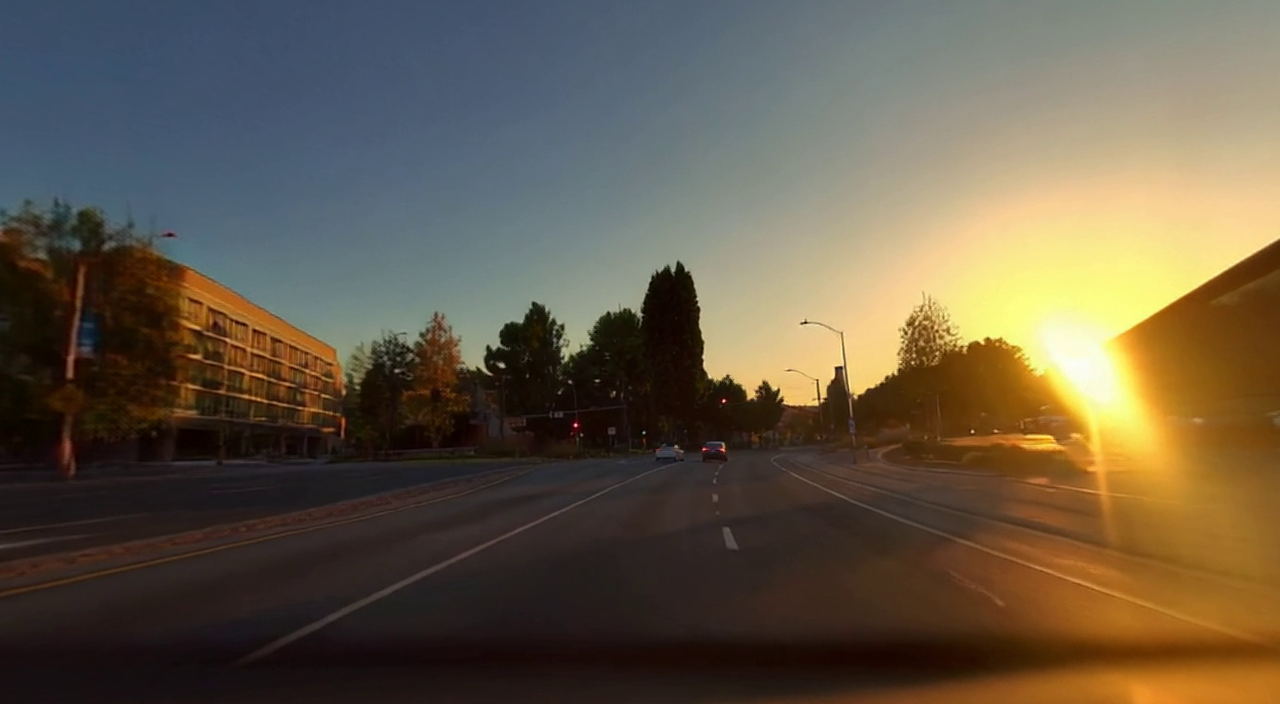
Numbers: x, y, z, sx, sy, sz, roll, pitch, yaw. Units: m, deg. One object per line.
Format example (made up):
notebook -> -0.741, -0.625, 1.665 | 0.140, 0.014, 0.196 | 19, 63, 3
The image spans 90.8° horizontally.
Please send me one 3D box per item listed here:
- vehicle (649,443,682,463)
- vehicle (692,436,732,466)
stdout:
vehicle -> 2.013, 7.864, 49.133 | 1.952, 1.472, 4.312 | -2, -9, 11
vehicle -> 5.101, 6.903, 44.099 | 2.356, 1.931, 4.840 | -2, -9, 10
